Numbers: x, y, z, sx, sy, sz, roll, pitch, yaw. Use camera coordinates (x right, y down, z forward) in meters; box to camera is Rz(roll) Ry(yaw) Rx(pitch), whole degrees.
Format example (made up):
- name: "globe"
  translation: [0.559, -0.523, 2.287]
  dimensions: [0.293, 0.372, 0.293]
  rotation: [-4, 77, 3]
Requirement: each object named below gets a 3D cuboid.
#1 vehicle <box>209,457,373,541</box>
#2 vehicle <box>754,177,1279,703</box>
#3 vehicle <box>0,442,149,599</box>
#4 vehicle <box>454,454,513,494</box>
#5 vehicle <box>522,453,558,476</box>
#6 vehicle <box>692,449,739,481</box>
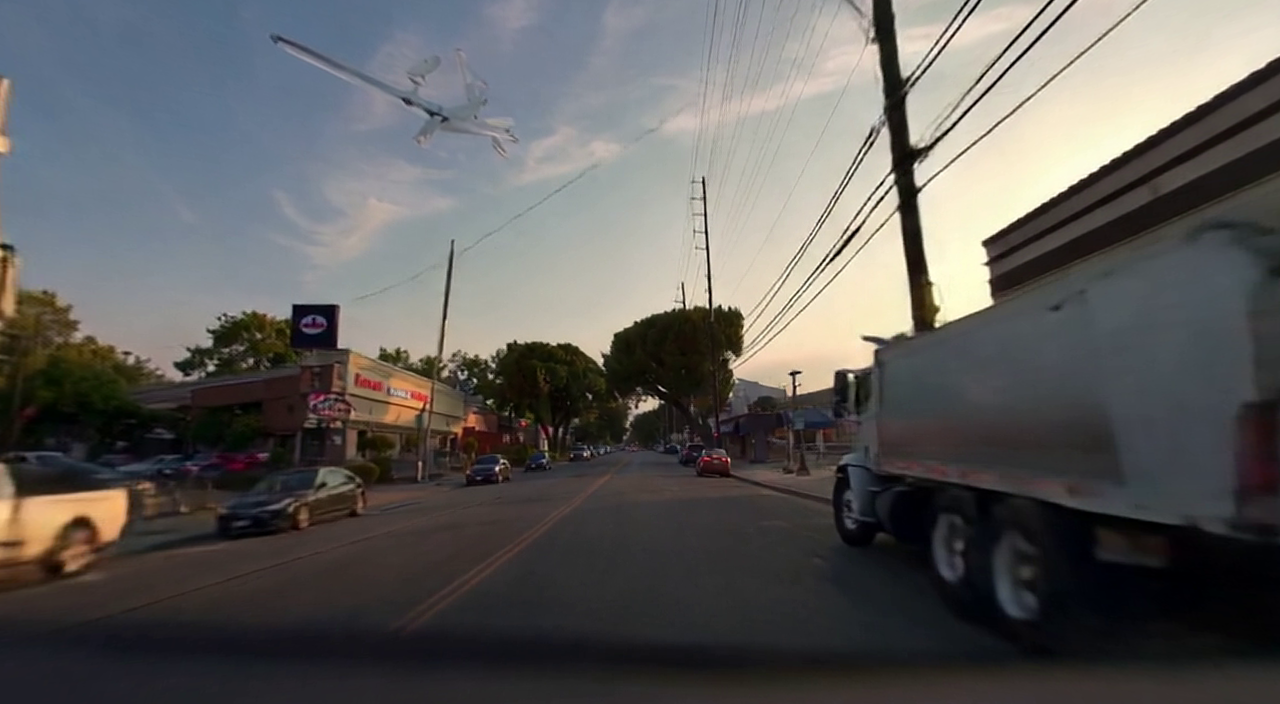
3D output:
- name: "vehicle"
  translation: [-7.776, 3.256, 14.538]
  dimensions: [1.678, 1.468, 3.706]
  rotation: [-4, -9, 0]
- name: "vehicle"
  translation: [3.935, 1.029, 7.800]
  dimensions: [3.011, 3.127, 8.608]
  rotation: [-3, -7, -2]
- name: "vehicle"
  translation: [-7.750, 1.817, 6.611]
  dimensions: [1.882, 1.639, 4.187]
  rotation: [-3, -9, 0]
- name: "vehicle"
  translation: [-7.538, 5.876, 30.786]
  dimensions: [1.787, 1.543, 4.052]
  rotation: [-3, -8, 1]
- name: "vehicle"
  translation: [-7.388, 8.304, 46.833]
  dimensions: [1.872, 1.455, 4.350]
  rotation: [-4, -8, 0]
- name: "vehicle"
  translation: [3.948, 6.006, 33.834]
  dimensions: [1.990, 1.521, 4.693]
  rotation: [0, -8, 0]
